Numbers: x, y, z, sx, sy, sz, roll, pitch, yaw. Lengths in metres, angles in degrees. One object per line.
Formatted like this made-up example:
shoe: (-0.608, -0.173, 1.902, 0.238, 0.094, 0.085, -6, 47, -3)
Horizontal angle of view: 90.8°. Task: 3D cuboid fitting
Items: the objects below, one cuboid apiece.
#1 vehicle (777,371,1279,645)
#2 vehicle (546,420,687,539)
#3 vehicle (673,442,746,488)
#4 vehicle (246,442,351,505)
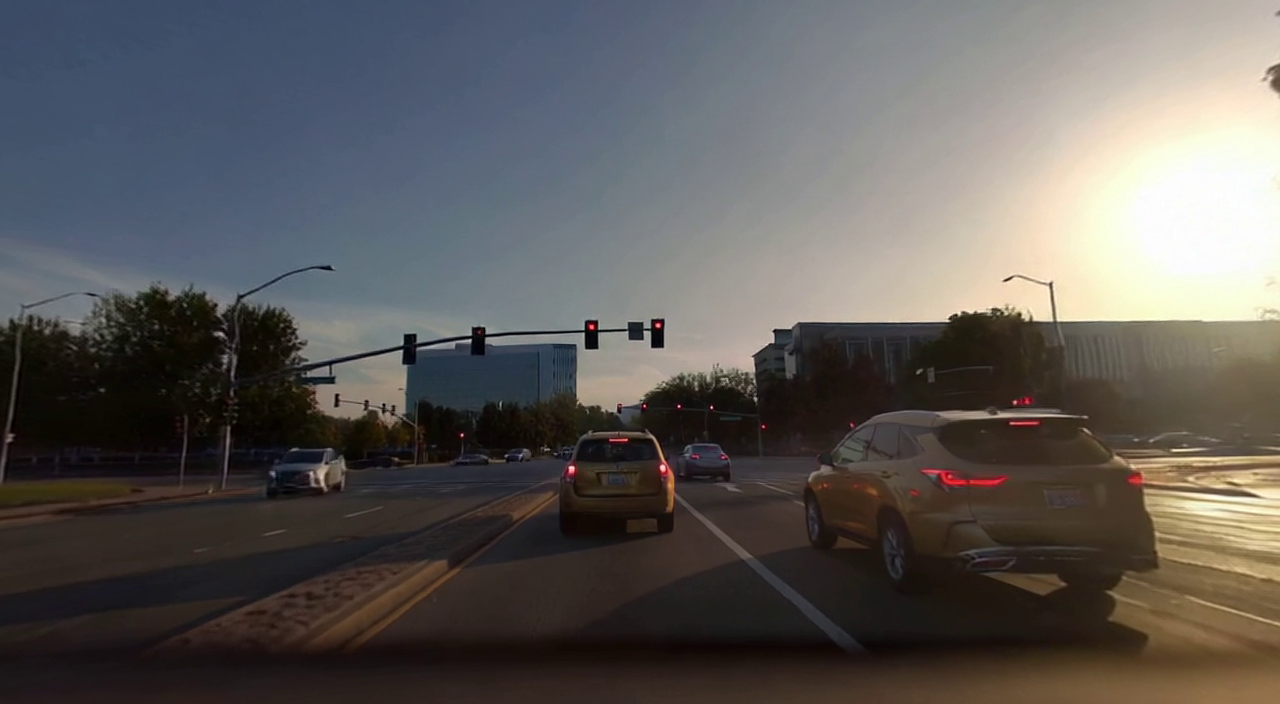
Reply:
vehicle: (3.083, 1.344, 6.454, 2.228, 1.798, 4.370, 0, -8, -2)
vehicle: (-0.386, 2.156, 11.300, 2.039, 1.698, 4.144, 0, -8, -1)
vehicle: (2.358, 3.967, 22.551, 1.900, 1.459, 4.260, 0, -8, -3)
vehicle: (-12.027, 4.237, 22.667, 2.354, 1.949, 4.905, 2, -9, -18)
